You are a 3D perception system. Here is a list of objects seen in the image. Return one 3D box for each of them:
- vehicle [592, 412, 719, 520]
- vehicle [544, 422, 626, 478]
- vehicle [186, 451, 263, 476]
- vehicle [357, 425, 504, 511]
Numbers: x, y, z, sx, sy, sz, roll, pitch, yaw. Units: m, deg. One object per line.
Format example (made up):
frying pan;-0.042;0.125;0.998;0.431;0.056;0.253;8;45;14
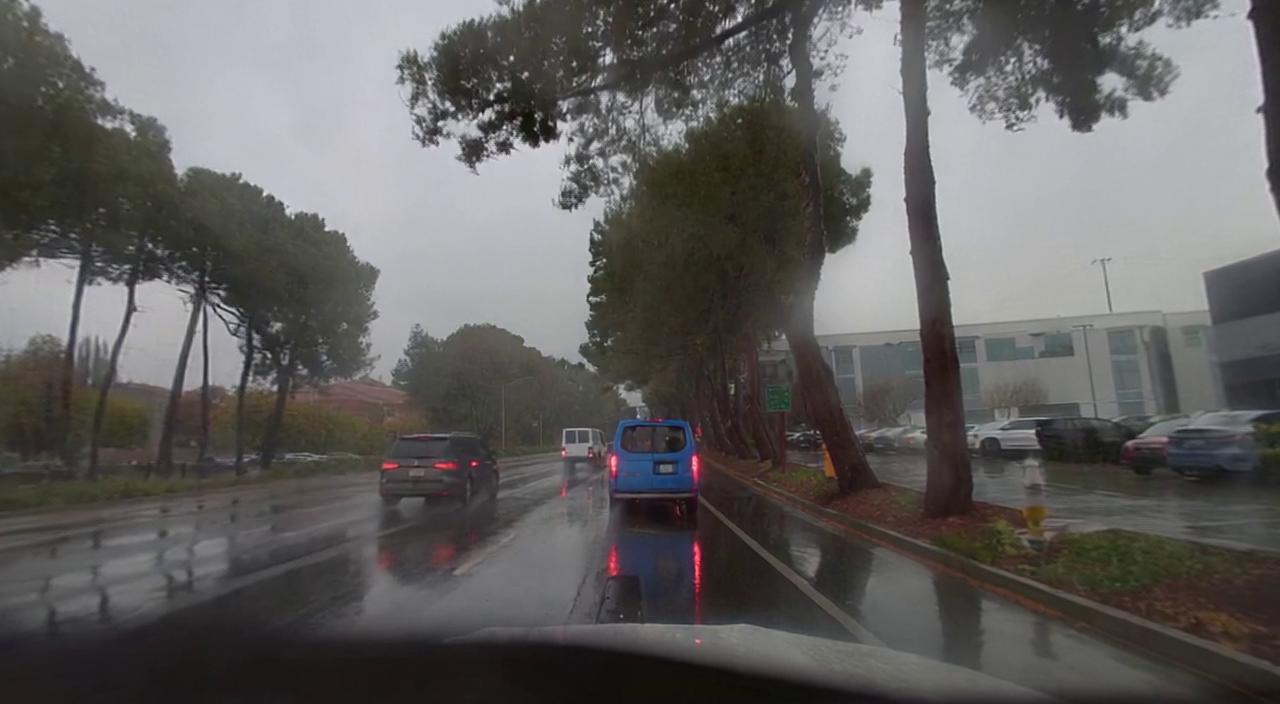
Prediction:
vehicle;0.320;2.274;13.000;2.173;1.830;4.189;0;-9;2
vehicle;-2.172;4.149;26.830;2.486;2.074;5.456;-1;-9;6
vehicle;-32.645;8.743;49.870;1.977;1.788;4.978;-2;-9;13
vehicle;-4.778;2.719;15.298;2.116;1.714;4.757;0;-9;-3
